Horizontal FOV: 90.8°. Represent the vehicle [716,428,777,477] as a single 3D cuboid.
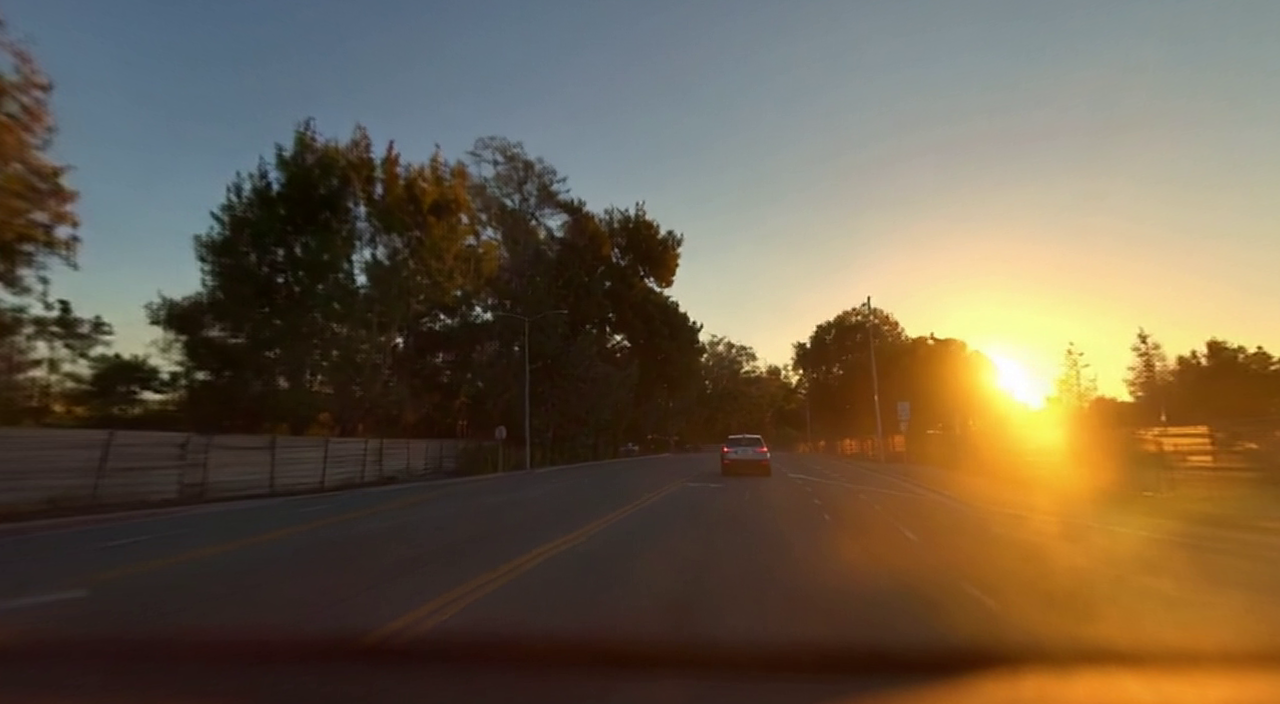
[{"bbox_3d":[4.394,4.110,26.048,2.230,1.827,4.580,-1,-8,10],"label":"vehicle"}]
